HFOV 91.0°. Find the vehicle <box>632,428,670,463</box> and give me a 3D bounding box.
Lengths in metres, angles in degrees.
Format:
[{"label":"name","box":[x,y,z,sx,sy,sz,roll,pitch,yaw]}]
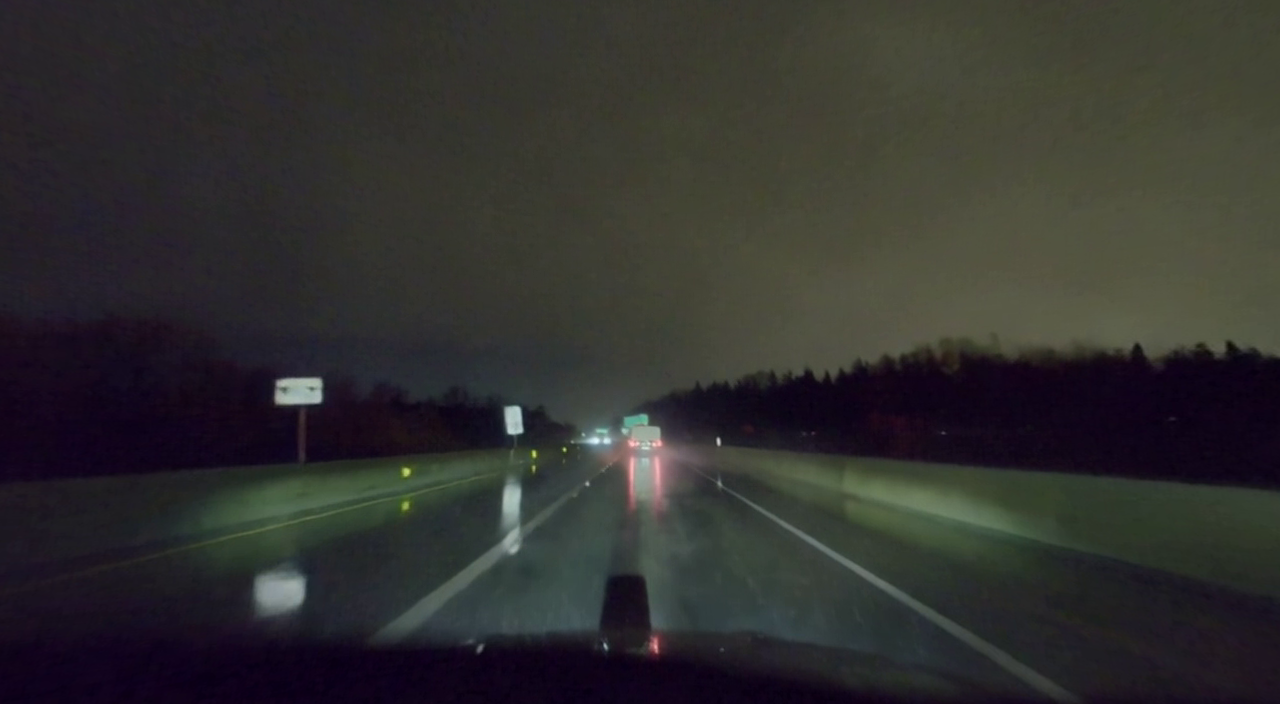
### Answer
[{"label":"vehicle","box":[0.730,6.100,41.049,2.277,2.109,4.922,0,-8,1]}]
